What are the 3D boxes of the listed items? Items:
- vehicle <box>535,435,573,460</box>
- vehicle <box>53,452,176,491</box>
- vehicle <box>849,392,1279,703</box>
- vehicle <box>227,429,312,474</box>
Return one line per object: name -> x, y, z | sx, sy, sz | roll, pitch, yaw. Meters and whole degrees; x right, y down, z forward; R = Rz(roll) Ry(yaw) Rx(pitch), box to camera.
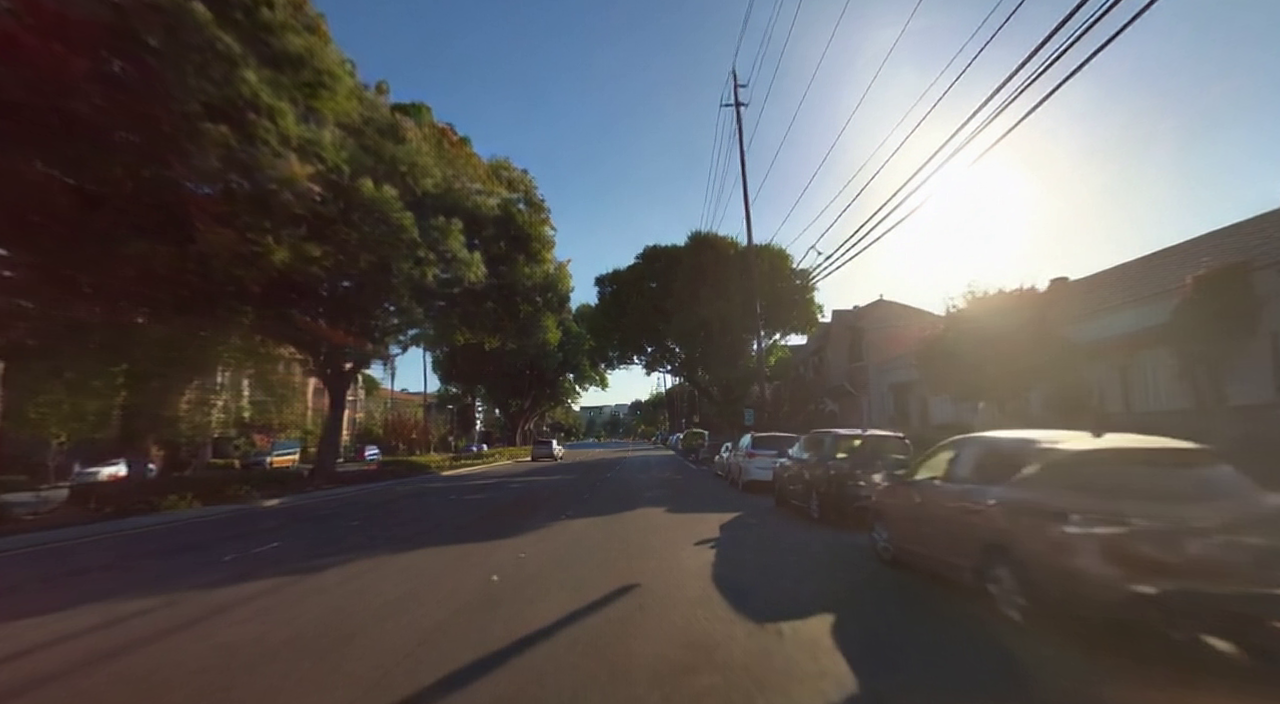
vehicle -> -6.074, 6.795, 45.164 | 2.000, 1.671, 4.497 | 0, -8, 1
vehicle -> -25.778, 5.819, 31.188 | 2.121, 1.699, 4.506 | 0, -8, 0
vehicle -> 3.480, 1.286, 5.051 | 2.048, 1.556, 4.753 | 0, -8, 1
vehicle -> -25.630, 6.892, 43.927 | 2.223, 2.895, 5.824 | 0, -8, 1
